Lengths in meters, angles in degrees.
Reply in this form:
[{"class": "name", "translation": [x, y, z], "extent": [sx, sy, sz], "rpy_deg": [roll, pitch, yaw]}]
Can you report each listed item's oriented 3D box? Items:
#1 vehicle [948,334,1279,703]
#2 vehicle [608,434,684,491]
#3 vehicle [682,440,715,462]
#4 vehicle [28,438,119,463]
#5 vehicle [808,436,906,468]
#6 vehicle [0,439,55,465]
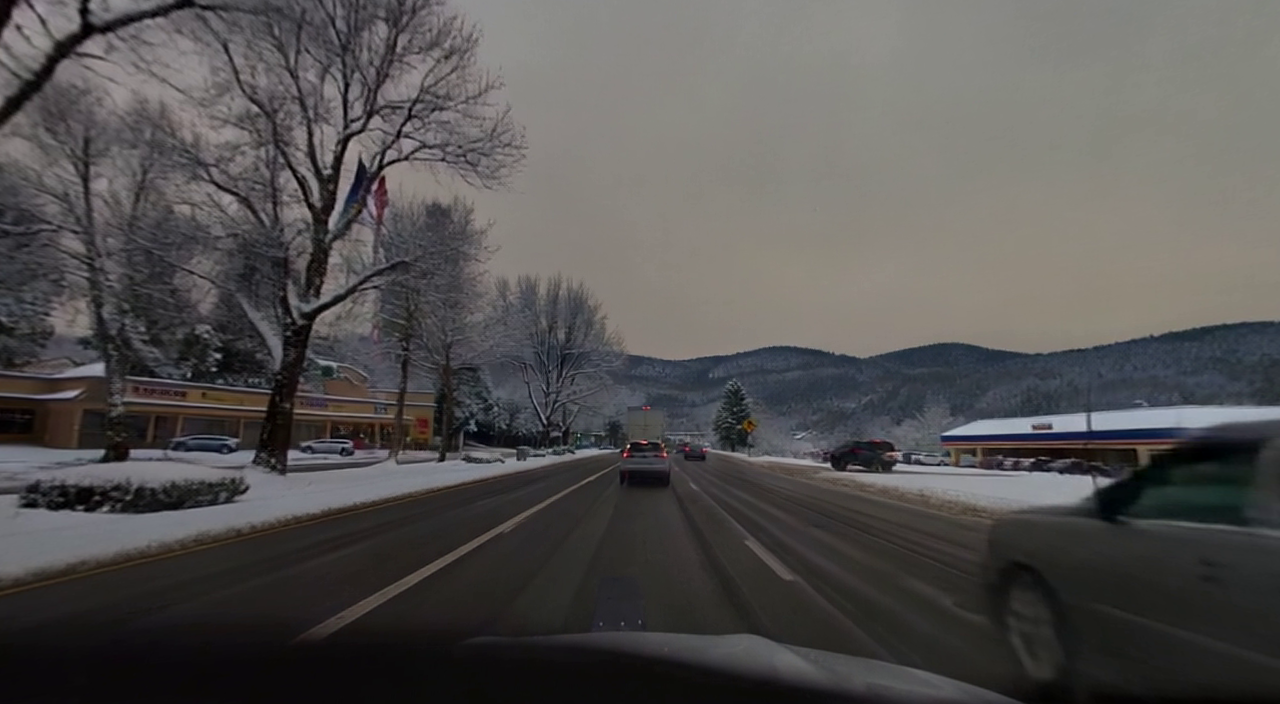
[{"class": "vehicle", "translation": [3.266, 0.796, 2.252], "extent": [2.010, 1.692, 4.516], "rpy_deg": [0, -8, 0]}, {"class": "vehicle", "translation": [0.179, 3.511, 20.313], "extent": [2.193, 1.651, 3.946], "rpy_deg": [0, -8, 0]}, {"class": "vehicle", "translation": [4.496, 7.693, 48.866], "extent": [2.088, 1.655, 4.360], "rpy_deg": [0, -8, 0]}, {"class": "vehicle", "translation": [-35.649, 6.198, 39.616], "extent": [3.714, 1.510, 1.917], "rpy_deg": [4, -9, -24]}, {"class": "vehicle", "translation": [12.378, 5.730, 36.067], "extent": [4.887, 1.734, 2.014], "rpy_deg": [0, -8, 2]}, {"class": "vehicle", "translation": [-36.506, 5.730, 36.136], "extent": [3.640, 1.447, 1.788], "rpy_deg": [4, -9, -27]}]
